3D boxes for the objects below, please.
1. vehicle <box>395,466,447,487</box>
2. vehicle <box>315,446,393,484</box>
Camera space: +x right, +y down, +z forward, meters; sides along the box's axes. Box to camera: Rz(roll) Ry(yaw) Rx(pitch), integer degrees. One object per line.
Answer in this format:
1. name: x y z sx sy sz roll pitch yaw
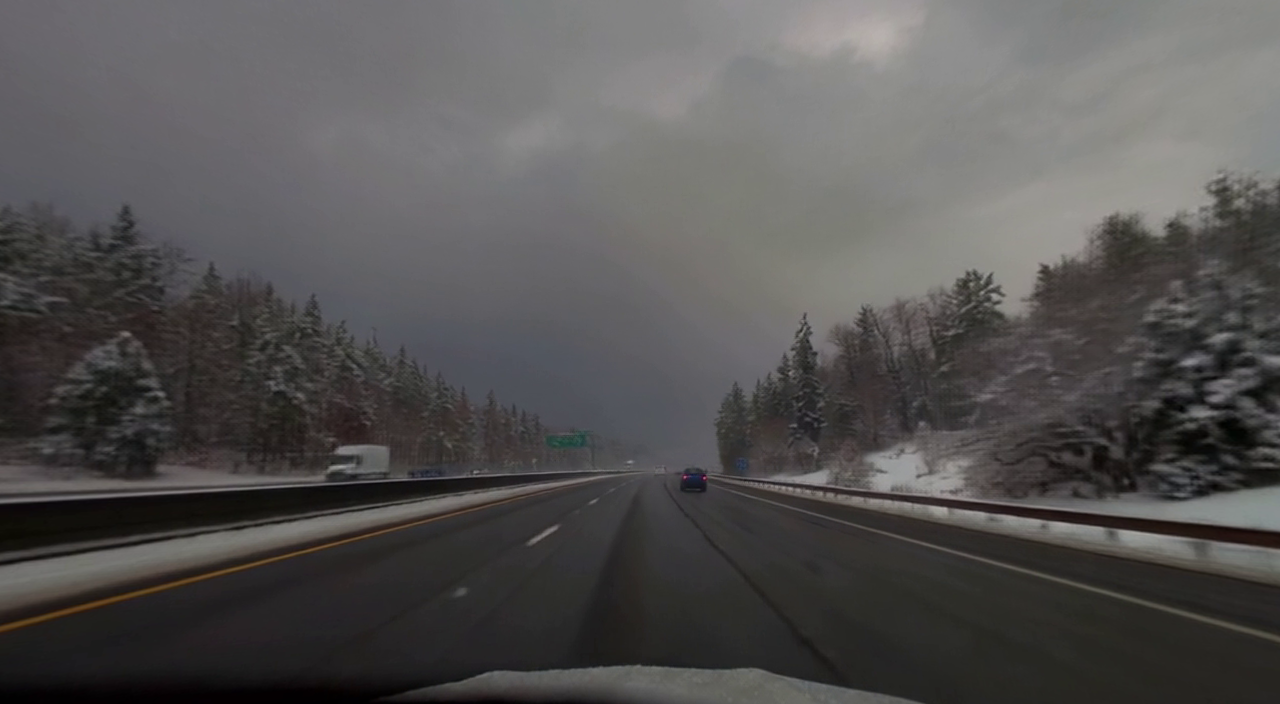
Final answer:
1. vehicle: -15.887 9.024 45.885 2.069 1.437 4.286 0 -10 3
2. vehicle: -20.106 8.041 44.685 2.334 2.489 6.279 0 -11 2
